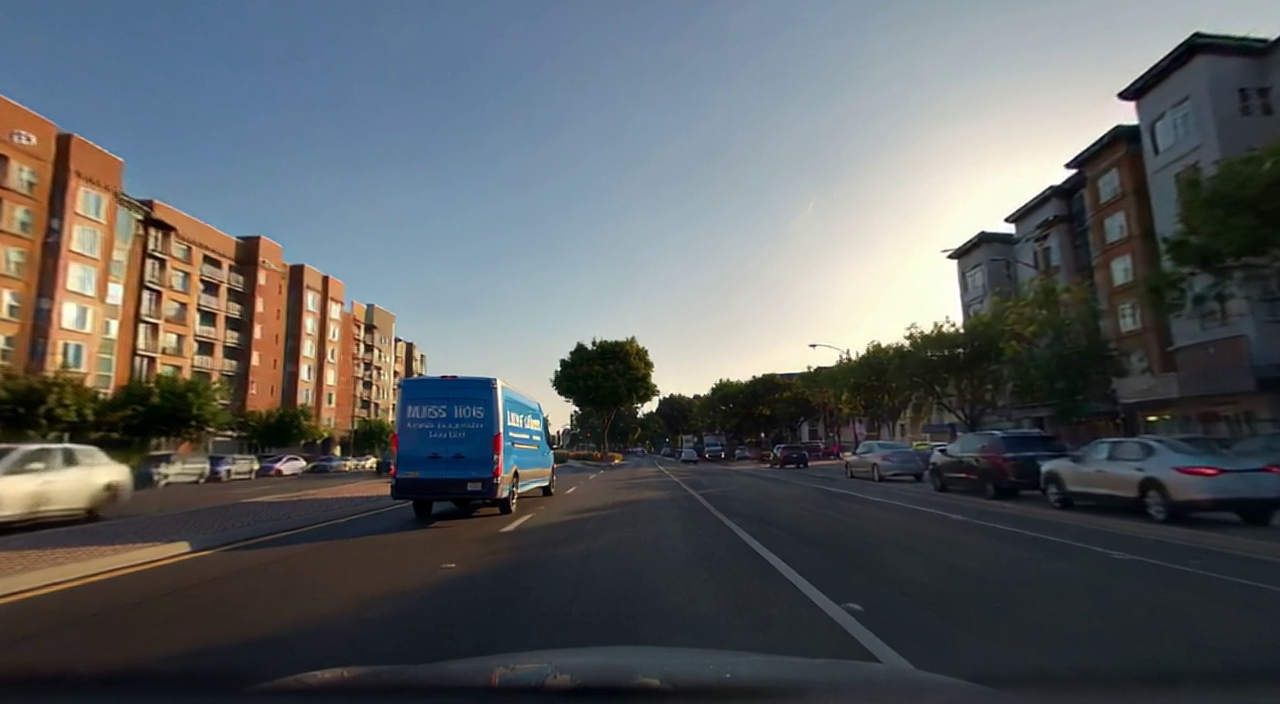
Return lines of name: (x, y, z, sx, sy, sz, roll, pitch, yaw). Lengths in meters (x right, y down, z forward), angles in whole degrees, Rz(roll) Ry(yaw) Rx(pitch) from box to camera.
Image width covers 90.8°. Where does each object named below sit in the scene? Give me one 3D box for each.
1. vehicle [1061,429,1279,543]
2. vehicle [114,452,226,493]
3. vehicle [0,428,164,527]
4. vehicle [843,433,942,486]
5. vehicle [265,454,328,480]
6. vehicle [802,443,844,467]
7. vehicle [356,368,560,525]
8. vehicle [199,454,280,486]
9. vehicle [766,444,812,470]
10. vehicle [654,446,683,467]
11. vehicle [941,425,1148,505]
vehicle: (9.129, 2.073, 10.344, 1.802, 1.504, 3.797, 0, -9, -1)
vehicle: (-22.915, 5.838, 31.078, 1.916, 1.782, 4.572, -1, -8, 1)
vehicle: (-13.194, 2.659, 13.772, 2.041, 1.863, 4.639, 0, -8, -1)
vehicle: (9.088, 3.904, 23.153, 1.766, 1.725, 4.221, 0, -8, -1)
vehicle: (-23.086, 7.711, 42.611, 1.835, 1.610, 4.452, 0, -8, -2)
vehicle: (11.935, 6.721, 41.396, 1.627, 1.493, 3.508, 0, -8, 0)
vehicle: (-3.961, 2.358, 15.944, 2.763, 2.974, 7.562, -1, -8, 1)
vehicle: (-22.948, 6.736, 36.397, 1.873, 1.657, 4.381, 0, -9, -2)
vehicle: (9.130, 6.454, 38.920, 1.850, 1.477, 3.520, 0, -9, -2)
vehicle: (2.107, 7.953, 48.314, 1.878, 1.534, 4.120, 0, -8, -2)
vehicle: (9.687, 2.731, 15.695, 2.044, 1.673, 4.398, 0, -9, -3)
